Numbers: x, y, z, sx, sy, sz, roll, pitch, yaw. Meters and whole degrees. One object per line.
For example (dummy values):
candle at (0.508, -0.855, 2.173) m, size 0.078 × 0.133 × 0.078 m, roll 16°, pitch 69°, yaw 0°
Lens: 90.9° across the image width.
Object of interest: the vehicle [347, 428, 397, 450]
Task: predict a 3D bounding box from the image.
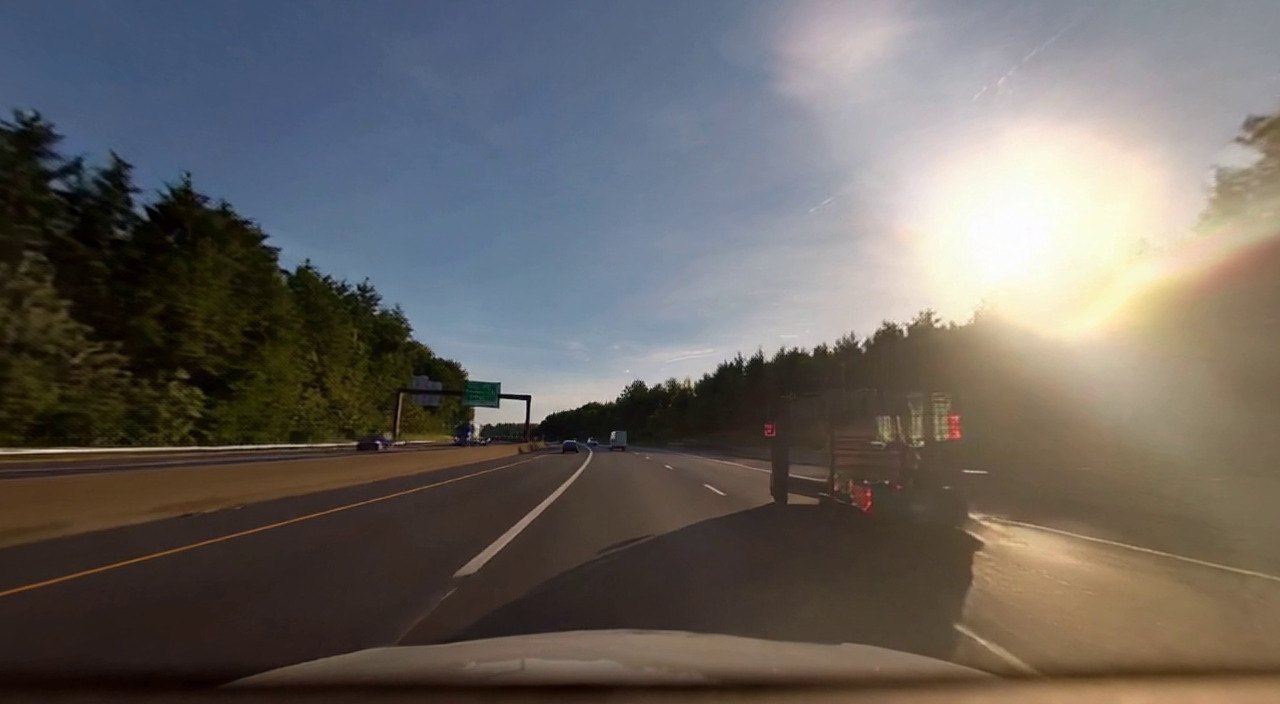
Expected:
vehicle at (-20.091, 6.546, 47.382) m, size 1.905 × 1.567 × 4.492 m, roll 0°, pitch -8°, yaw -2°

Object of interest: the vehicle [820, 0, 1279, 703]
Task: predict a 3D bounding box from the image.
vehicle at (4.178, -0.454, 1.888) m, size 2.910 × 4.051 × 14.278 m, roll 0°, pitch -8°, yaw -1°
